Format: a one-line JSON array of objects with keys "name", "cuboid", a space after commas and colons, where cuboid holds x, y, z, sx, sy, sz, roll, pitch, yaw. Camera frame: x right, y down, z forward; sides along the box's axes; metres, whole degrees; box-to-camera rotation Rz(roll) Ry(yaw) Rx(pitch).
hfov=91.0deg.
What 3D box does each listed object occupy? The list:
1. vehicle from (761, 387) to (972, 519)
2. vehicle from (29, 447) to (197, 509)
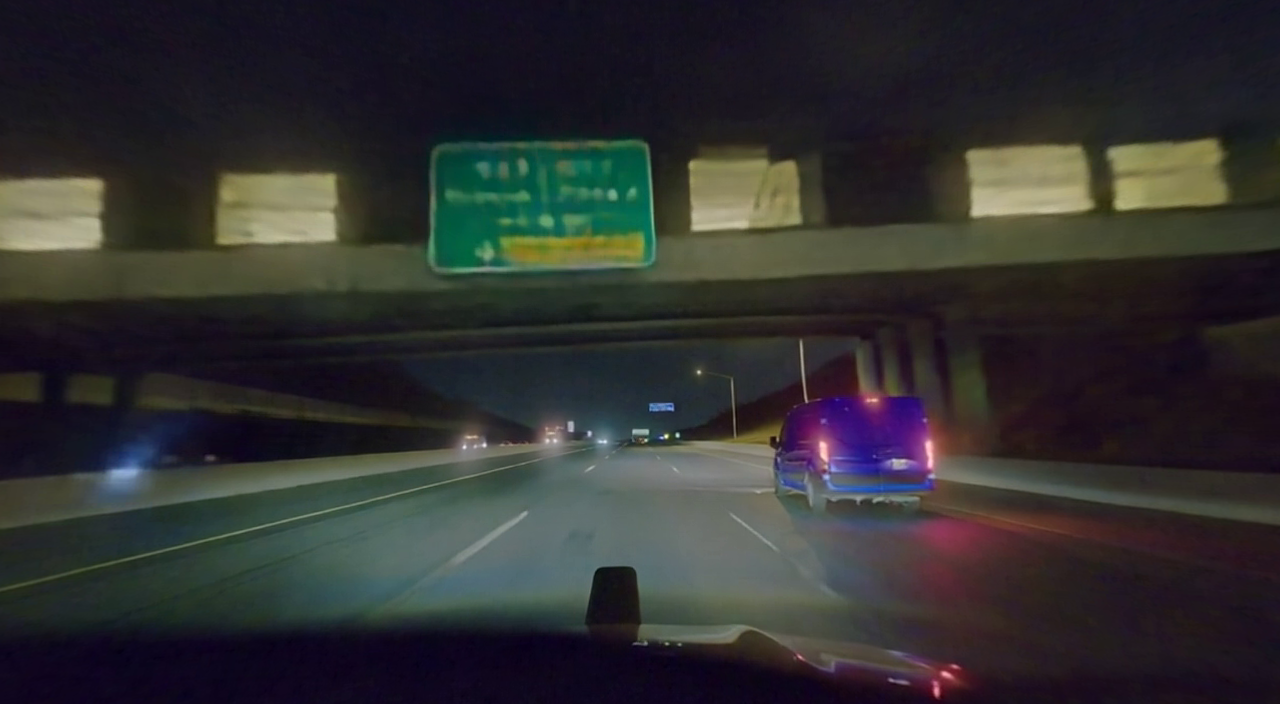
[{"name": "vehicle", "cuboid": [3.921, 1.864, 12.016, 2.161, 2.002, 4.631, 0, -8, -1]}, {"name": "vehicle", "cuboid": [-15.050, 3.564, 18.276, 1.798, 1.531, 3.578, 0, -8, -1]}]
